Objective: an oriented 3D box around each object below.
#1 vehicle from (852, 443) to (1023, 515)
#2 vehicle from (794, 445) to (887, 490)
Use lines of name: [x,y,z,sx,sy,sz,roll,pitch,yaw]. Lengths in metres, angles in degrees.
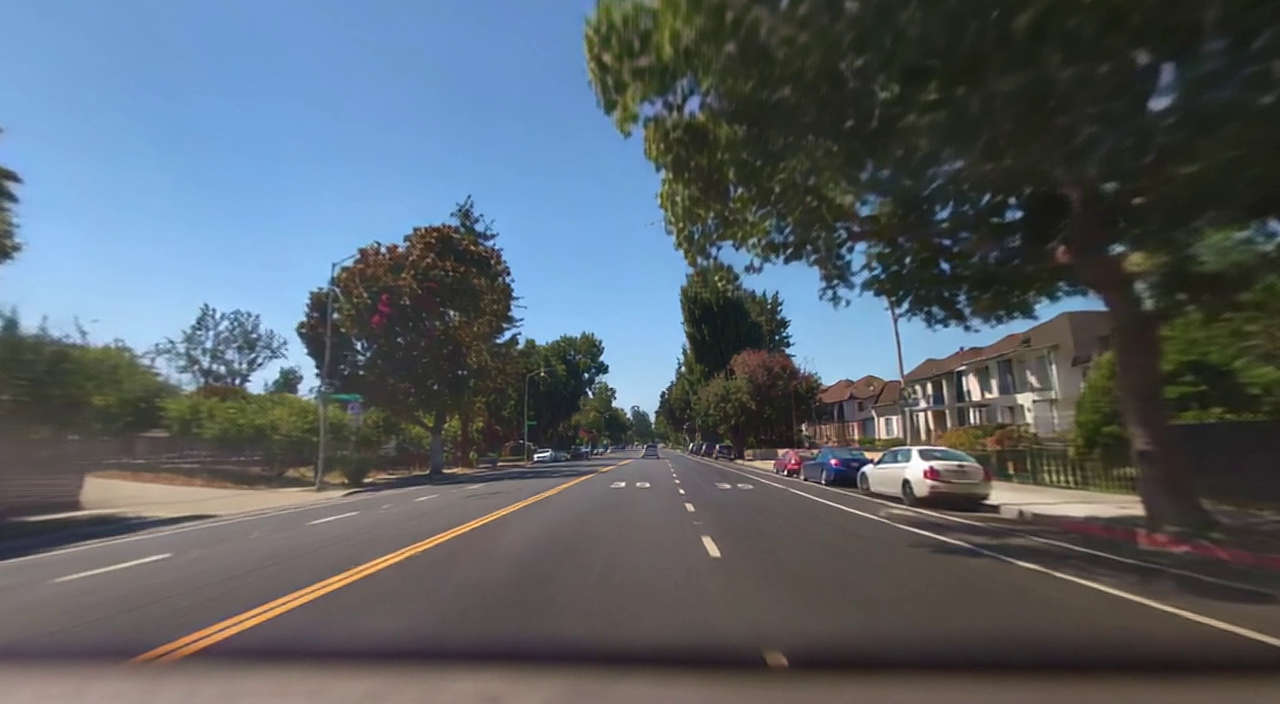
vehicle: [6.989,3.000,15.536,1.940,1.481,4.650,0,-8,0]
vehicle: [7.199,4.162,23.236,2.001,1.454,4.494,0,-8,1]
